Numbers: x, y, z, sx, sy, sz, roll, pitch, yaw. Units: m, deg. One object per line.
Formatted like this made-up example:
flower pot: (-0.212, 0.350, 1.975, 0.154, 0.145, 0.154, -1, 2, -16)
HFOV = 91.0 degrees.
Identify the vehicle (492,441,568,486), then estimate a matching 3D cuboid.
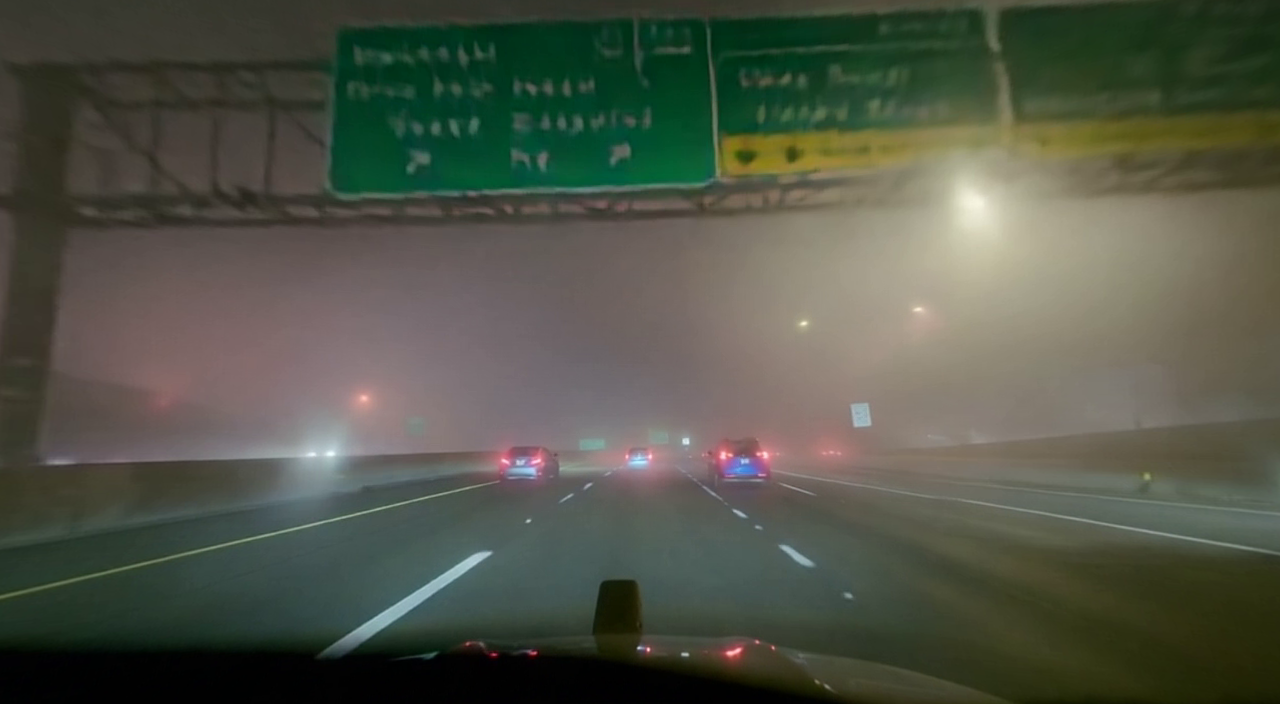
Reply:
vehicle: (-3.973, 4.091, 23.492, 2.031, 1.491, 4.145, 0, -8, 1)

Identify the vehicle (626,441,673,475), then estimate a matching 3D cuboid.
vehicle: (0.439, 4.982, 29.825, 2.089, 1.493, 3.964, 0, -8, 0)

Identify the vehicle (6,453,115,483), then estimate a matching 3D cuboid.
vehicle: (-33.637, 6.711, 36.754, 1.839, 1.548, 4.704, 0, -8, 1)

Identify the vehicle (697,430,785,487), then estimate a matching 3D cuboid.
vehicle: (3.324, 3.613, 21.663, 2.202, 1.748, 4.158, 1, -8, -2)
